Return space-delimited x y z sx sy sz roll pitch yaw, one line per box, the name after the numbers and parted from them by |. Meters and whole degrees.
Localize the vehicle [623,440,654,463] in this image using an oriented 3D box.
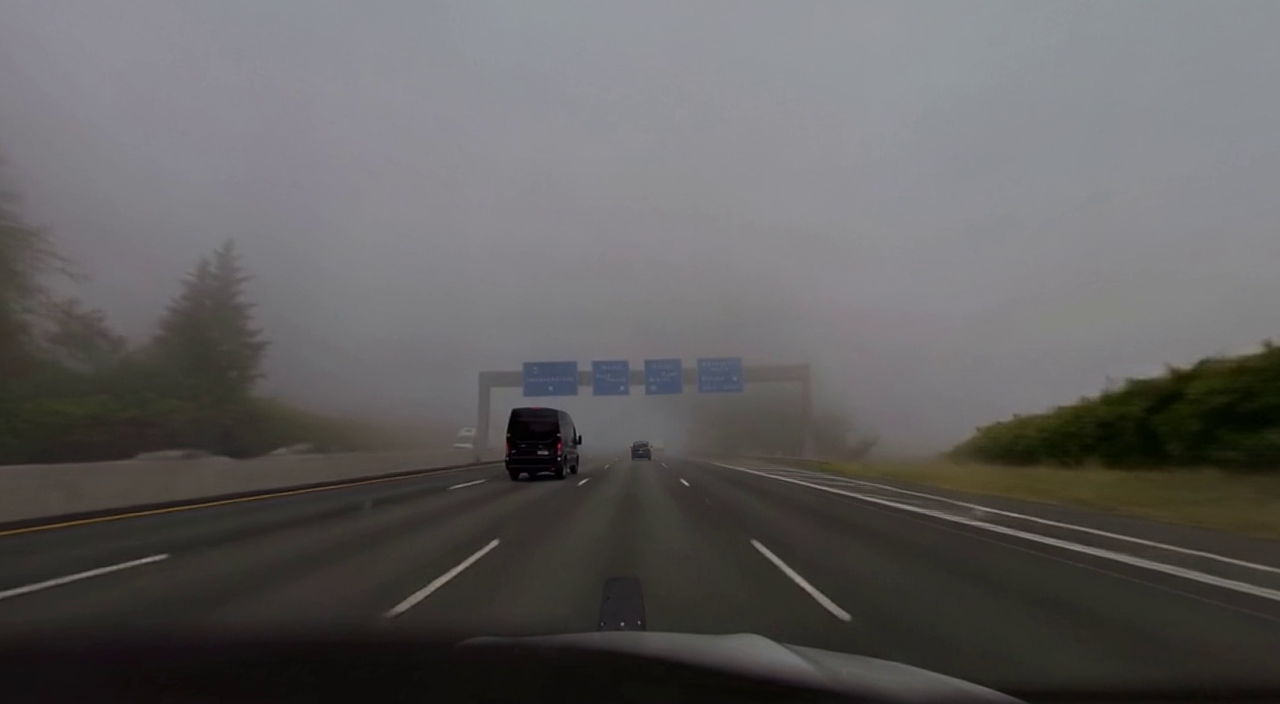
-0.103 7.410 46.956 2.183 1.662 3.968 0 -9 0 | vehicle

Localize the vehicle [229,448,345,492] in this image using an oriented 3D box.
-12.397 4.138 22.456 1.794 1.423 3.910 0 -9 1 | vehicle

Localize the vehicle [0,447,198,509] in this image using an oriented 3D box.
-16.145 3.706 19.139 1.955 1.643 4.652 0 -9 1 | vehicle

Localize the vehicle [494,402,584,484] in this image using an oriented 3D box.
-3.648 3.500 24.169 2.382 2.736 5.982 0 -9 0 | vehicle
